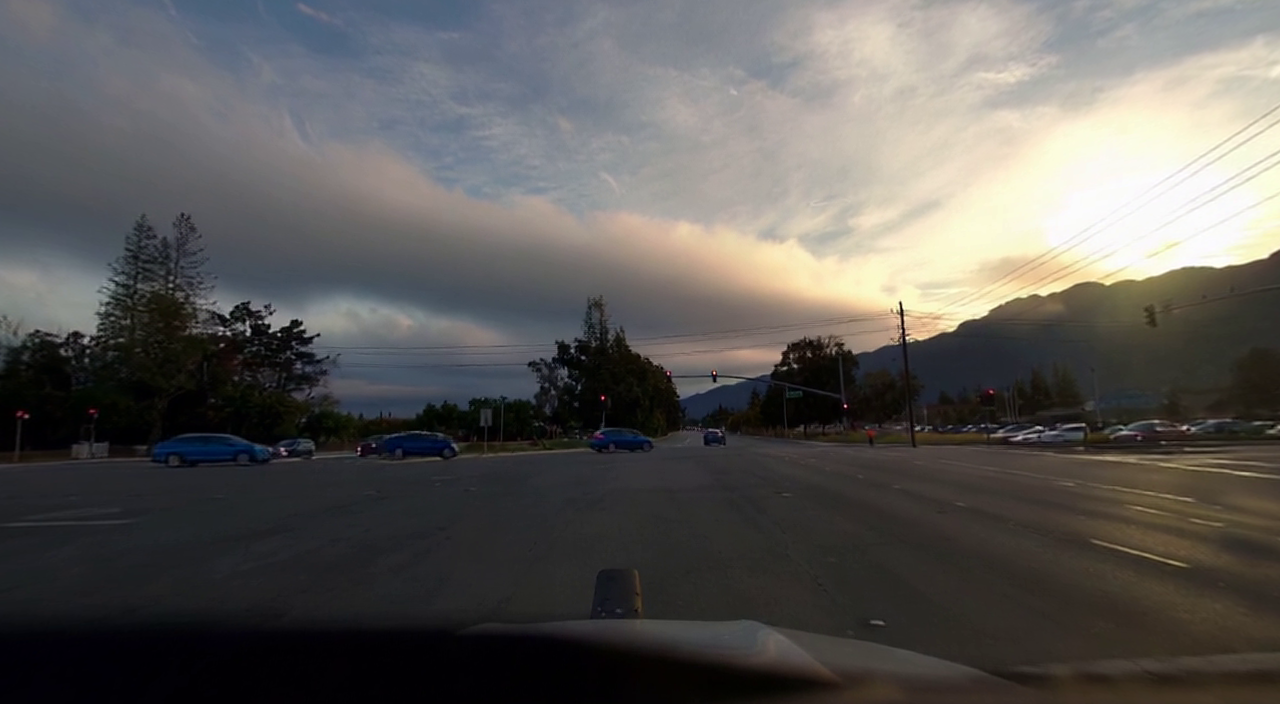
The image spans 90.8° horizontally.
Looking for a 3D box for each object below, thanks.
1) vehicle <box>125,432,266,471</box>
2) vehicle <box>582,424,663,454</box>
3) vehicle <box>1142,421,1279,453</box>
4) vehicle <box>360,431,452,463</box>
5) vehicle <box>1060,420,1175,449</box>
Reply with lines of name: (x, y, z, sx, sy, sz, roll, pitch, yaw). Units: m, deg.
vehicle: (-20.597, 4.630, 29.510, 4.812, 1.735, 2.105, 1, -9, -9)
vehicle: (-1.058, 5.667, 40.829, 2.246, 1.805, 5.228, -8, -12, 43)
vehicle: (27.298, 4.073, 30.227, 4.778, 1.495, 1.959, 0, -8, 0)
vehicle: (-11.911, 4.861, 32.288, 4.218, 1.542, 2.044, 3, -9, -21)
vehicle: (28.348, 4.953, 37.645, 5.100, 1.680, 2.055, 0, -8, 1)
